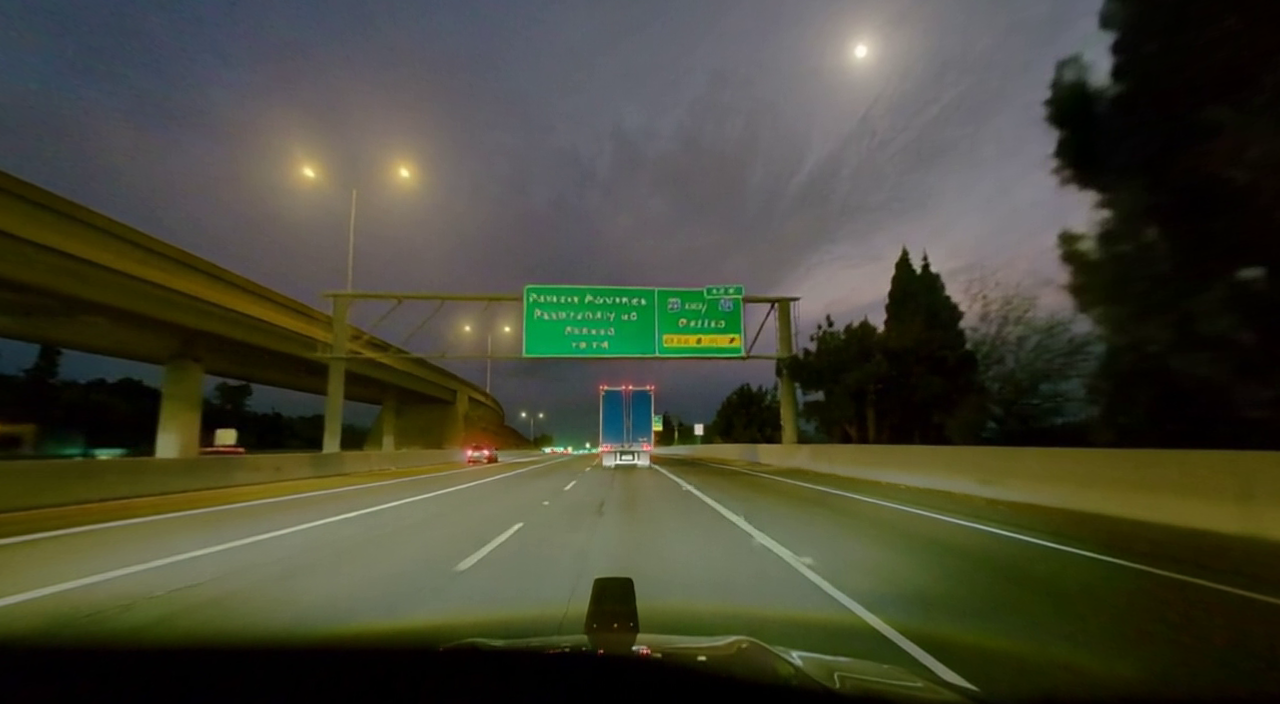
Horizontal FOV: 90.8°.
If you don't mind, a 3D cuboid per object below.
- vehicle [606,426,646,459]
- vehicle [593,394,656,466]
[{"bbox_3d":[-0.801,5.006,34.838,2.052,1.666,4.358,0,-8,-3],"label":"vehicle"},{"bbox_3d":[-1.025,4.878,37.980,3.233,3.678,11.032,0,-9,-2],"label":"vehicle"}]
